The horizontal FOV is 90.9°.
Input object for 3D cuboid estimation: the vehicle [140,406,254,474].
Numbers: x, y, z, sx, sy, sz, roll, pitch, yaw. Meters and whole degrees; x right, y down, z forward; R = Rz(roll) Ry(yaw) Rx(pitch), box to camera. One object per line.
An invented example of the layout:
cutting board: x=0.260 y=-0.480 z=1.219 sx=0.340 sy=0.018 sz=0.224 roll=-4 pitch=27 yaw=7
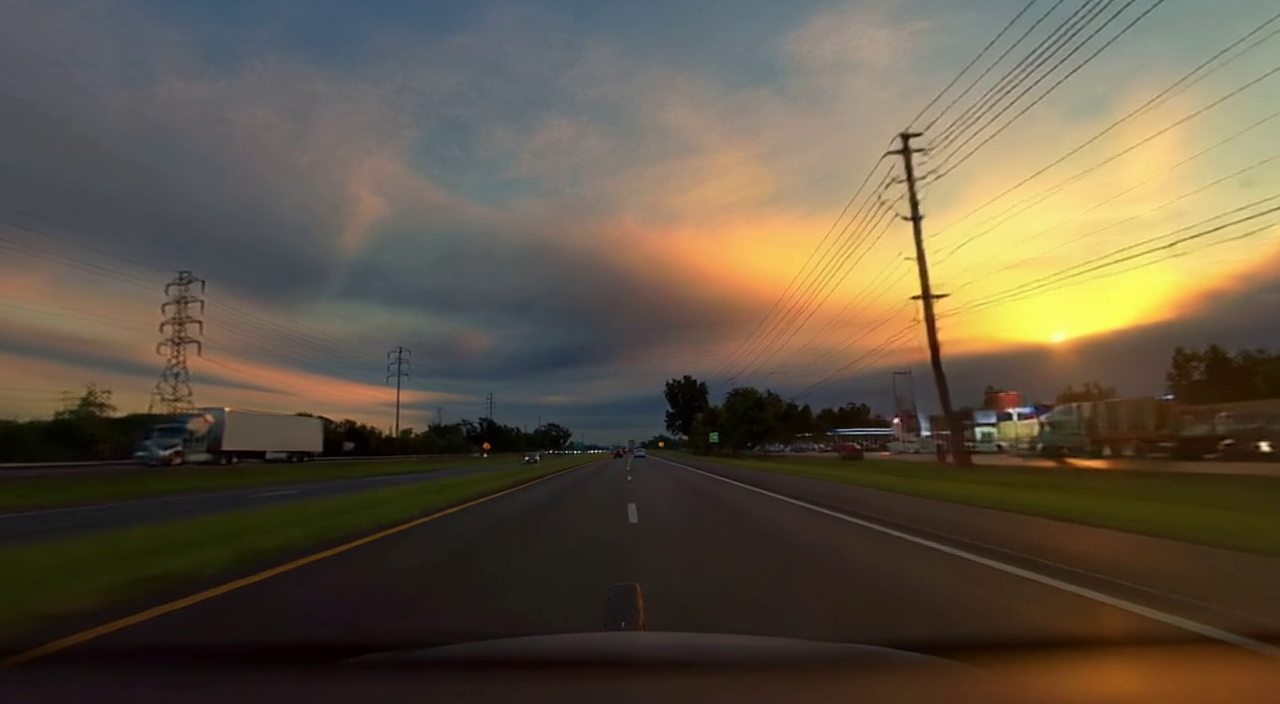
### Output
vehicle: x=-29.004 y=5.802 z=41.696 sx=2.866 sy=3.966 sz=6.447 roll=-2 pitch=-8 yaw=-1

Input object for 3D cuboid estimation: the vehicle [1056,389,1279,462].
vehicle: x=32.555 y=4.684 z=39.005 sx=10.652 sy=3.951 sz=2.980 roll=-8 pitch=-12 yaw=43
